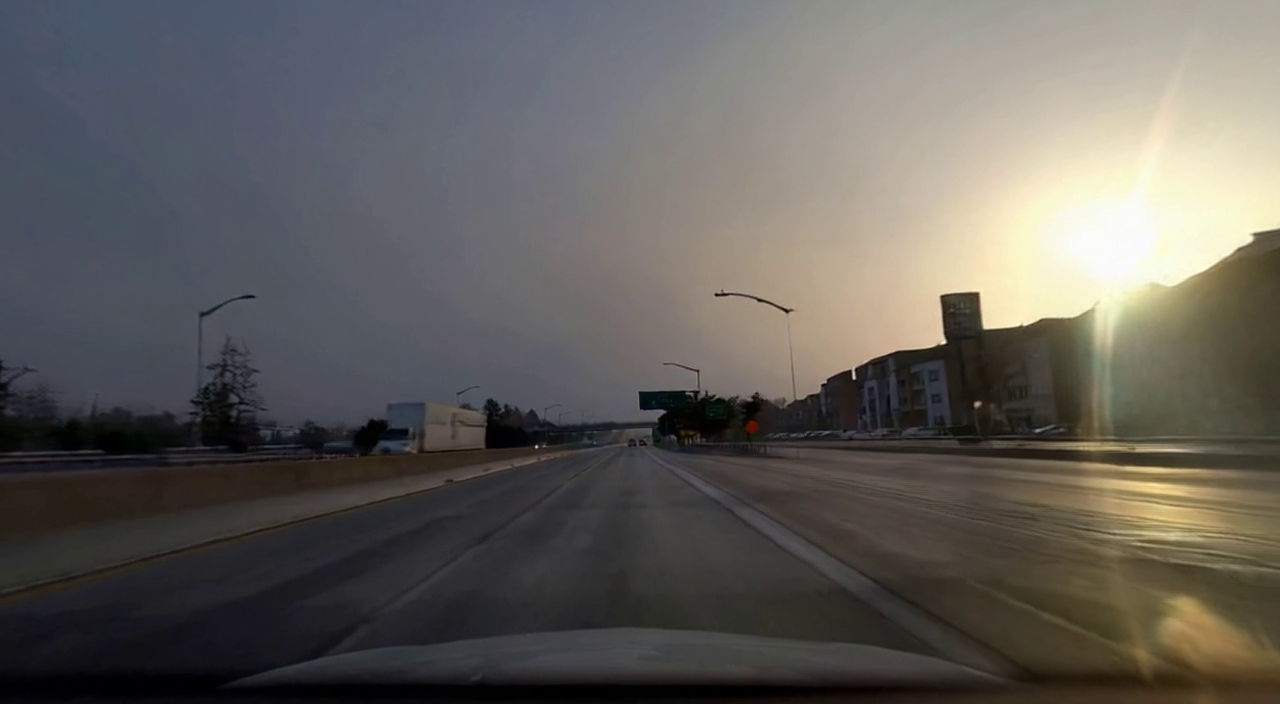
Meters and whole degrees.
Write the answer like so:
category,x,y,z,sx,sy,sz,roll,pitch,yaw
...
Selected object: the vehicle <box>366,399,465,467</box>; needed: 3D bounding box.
category,x,y,z,sx,sy,sz,roll,pitch,yaw
vehicle,-16.967,6.319,48.695,3.837,4.617,10.494,0,-8,-1
